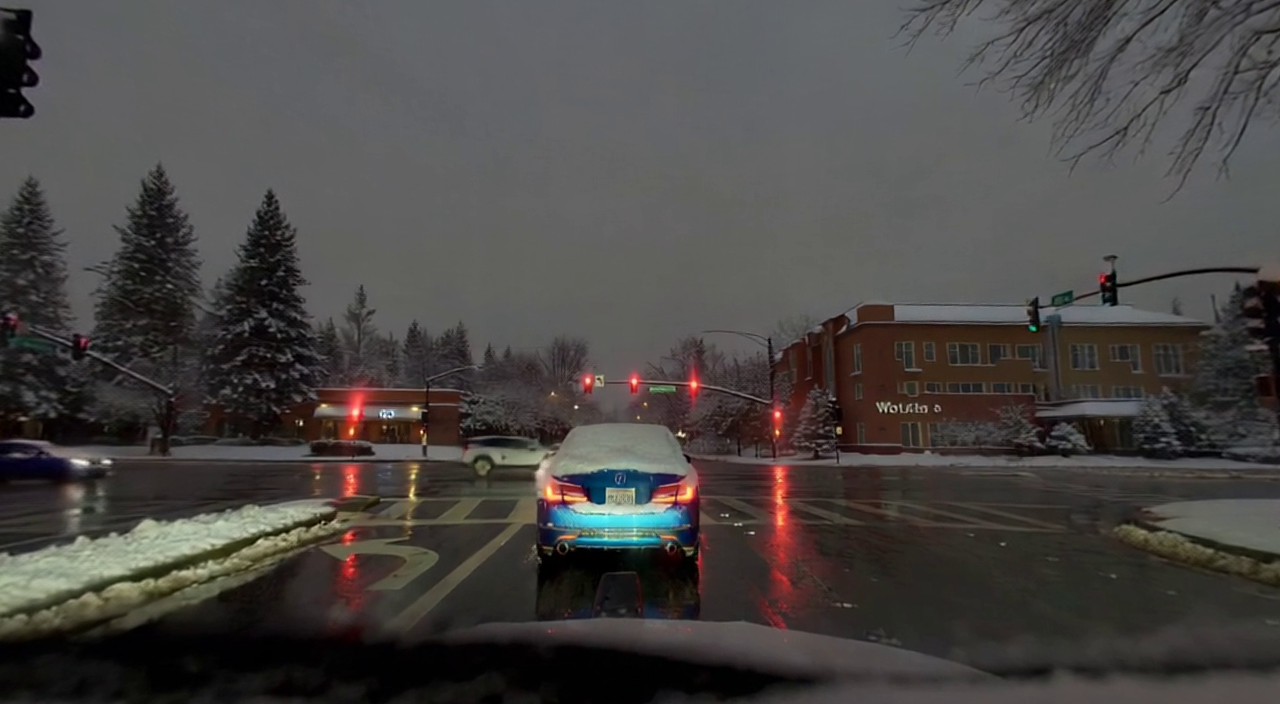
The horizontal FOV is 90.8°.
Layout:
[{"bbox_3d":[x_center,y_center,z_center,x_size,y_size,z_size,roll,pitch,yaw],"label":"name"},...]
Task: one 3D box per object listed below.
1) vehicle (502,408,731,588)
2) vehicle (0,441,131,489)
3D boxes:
[{"bbox_3d":[-0.243,1.611,7.760,2.066,1.618,3.922,0,-8,-1],"label":"vehicle"},{"bbox_3d":[-21.615,4.025,22.661,4.891,1.591,2.067,0,-8,0],"label":"vehicle"}]
